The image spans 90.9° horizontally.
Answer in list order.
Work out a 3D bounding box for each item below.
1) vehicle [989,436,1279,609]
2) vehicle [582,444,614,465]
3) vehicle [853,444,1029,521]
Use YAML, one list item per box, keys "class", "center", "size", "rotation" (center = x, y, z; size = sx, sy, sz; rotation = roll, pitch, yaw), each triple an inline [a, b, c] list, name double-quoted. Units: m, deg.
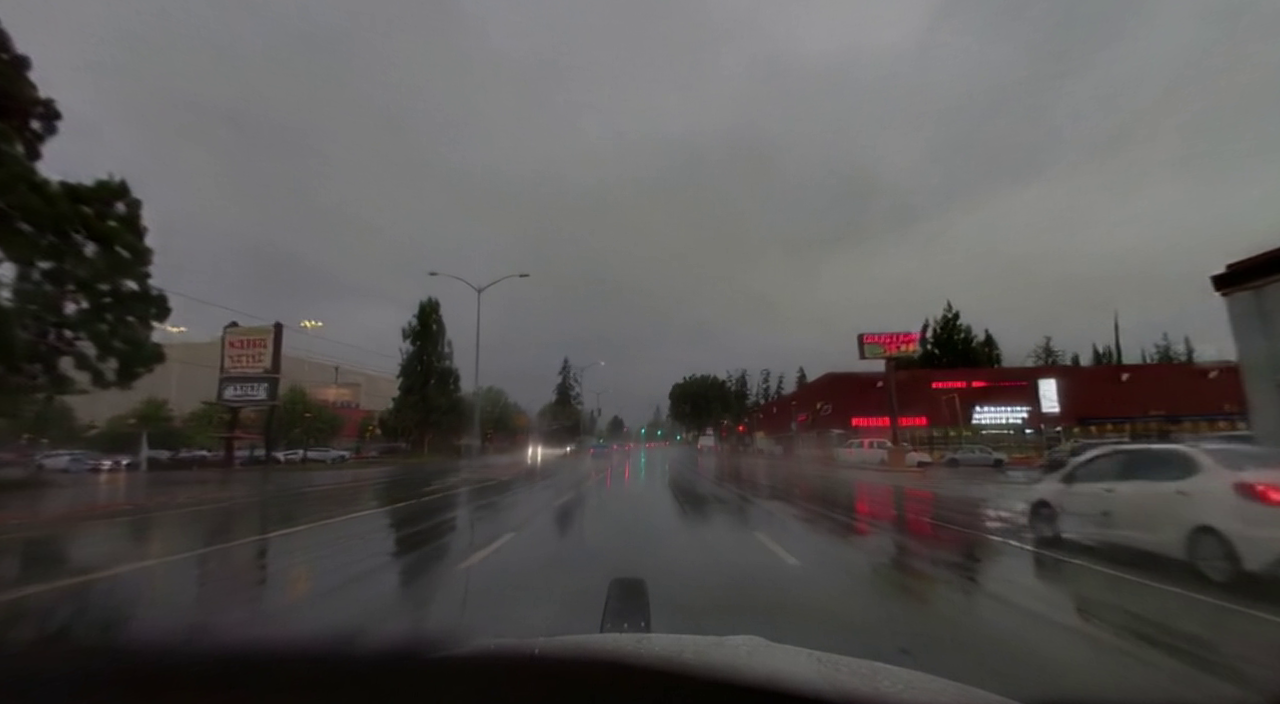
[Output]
- class: "vehicle"
  center: [6.589, 1.825, 7.679]
  size: [1.869, 1.516, 4.767]
  rotation: [0, -9, -1]
- class: "vehicle"
  center: [-3.022, 7.498, 46.286]
  size: [2.005, 1.446, 4.265]
  rotation: [0, -9, 1]
- class: "vehicle"
  center: [6.692, 2.908, 14.704]
  size: [1.923, 1.482, 4.558]
  rotation: [0, -9, 1]
